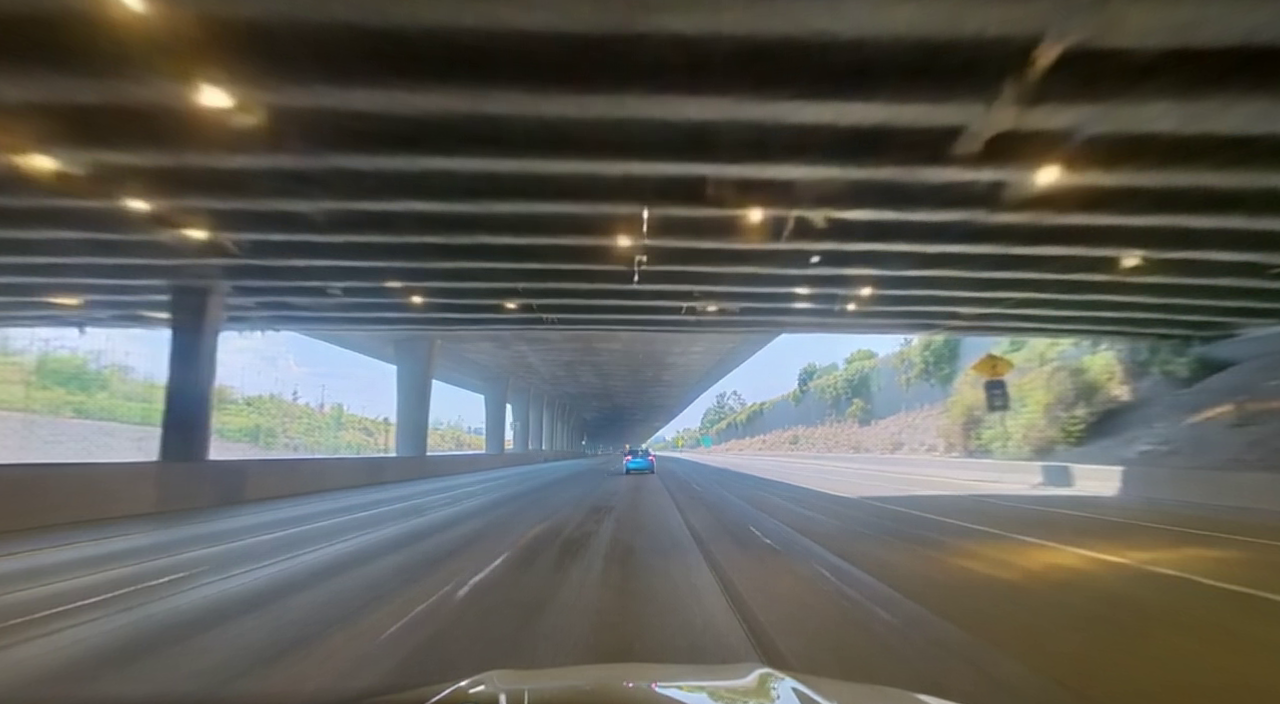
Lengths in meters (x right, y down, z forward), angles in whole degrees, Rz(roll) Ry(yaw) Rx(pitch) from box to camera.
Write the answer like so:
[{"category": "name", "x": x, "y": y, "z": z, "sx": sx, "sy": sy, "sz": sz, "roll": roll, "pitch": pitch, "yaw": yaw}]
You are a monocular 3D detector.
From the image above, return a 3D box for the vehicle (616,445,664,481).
[{"category": "vehicle", "x": -0.065, "y": 5.038, "z": 28.842, "sx": 2.055, "sy": 1.501, "sz": 4.321, "roll": 0, "pitch": -9, "yaw": -2}]

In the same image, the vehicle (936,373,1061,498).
[{"category": "vehicle", "x": 11.252, "y": 2.664, "z": 20.035, "sx": 2.135, "sy": 3.652, "sz": 2.845, "roll": -1, "pitch": -9, "yaw": 3}]
